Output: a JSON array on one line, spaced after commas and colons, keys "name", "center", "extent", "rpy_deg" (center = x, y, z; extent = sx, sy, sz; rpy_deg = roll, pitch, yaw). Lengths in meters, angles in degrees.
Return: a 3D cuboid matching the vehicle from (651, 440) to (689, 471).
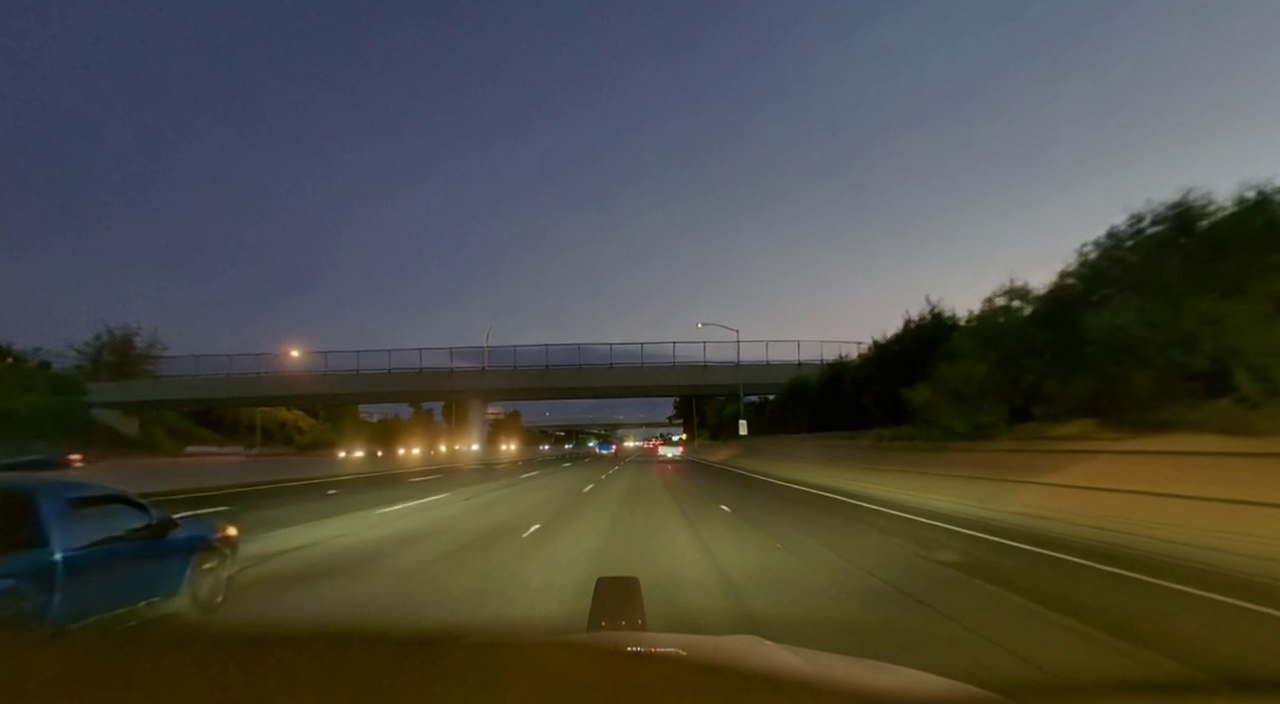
[{"name": "vehicle", "center": [1.626, 5.836, 35.865], "extent": [2.010, 1.637, 4.940], "rpy_deg": [0, -8, 1]}]
